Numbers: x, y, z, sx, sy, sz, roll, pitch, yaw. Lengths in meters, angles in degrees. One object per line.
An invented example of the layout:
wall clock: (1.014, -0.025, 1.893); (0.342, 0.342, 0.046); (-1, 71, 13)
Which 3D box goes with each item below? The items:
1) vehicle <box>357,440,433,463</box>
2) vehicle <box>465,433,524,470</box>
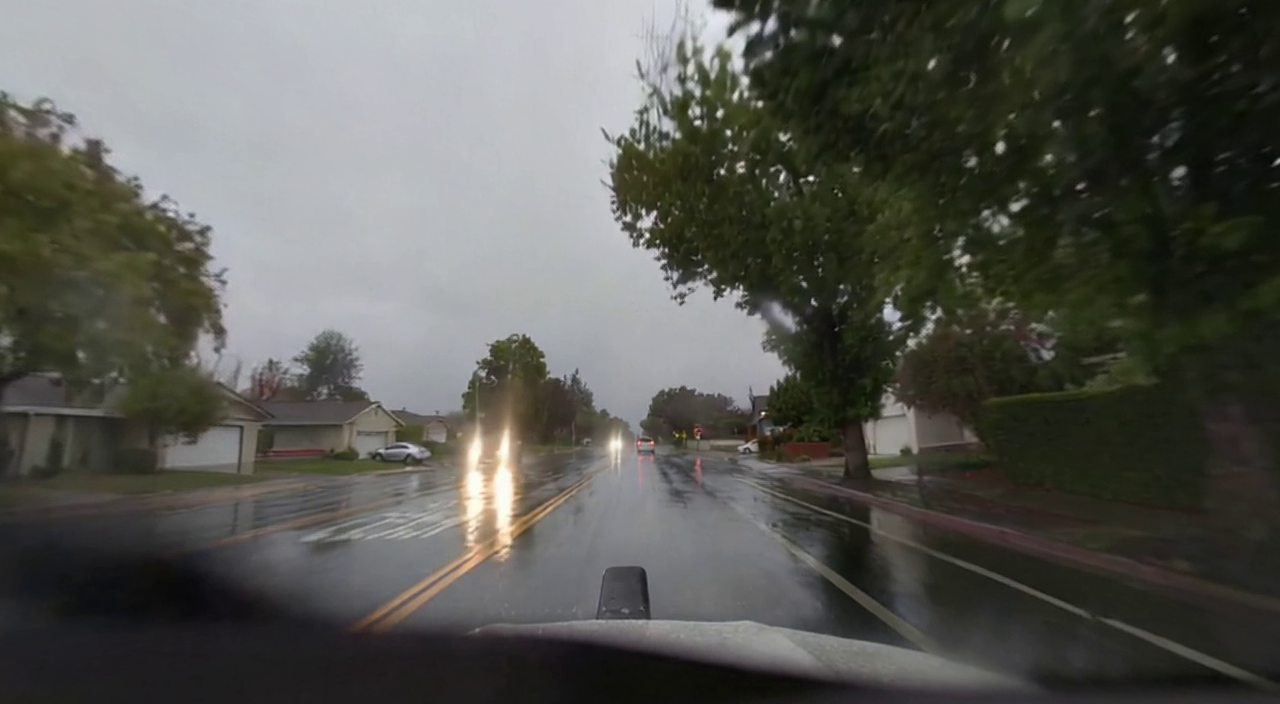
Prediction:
vehicle: (-17.933, 7.294, 46.345); (4.717, 1.605, 2.074); (1, -8, -4)
vehicle: (-7.403, 5.115, 32.559); (1.977, 1.753, 4.128); (0, -8, 1)
